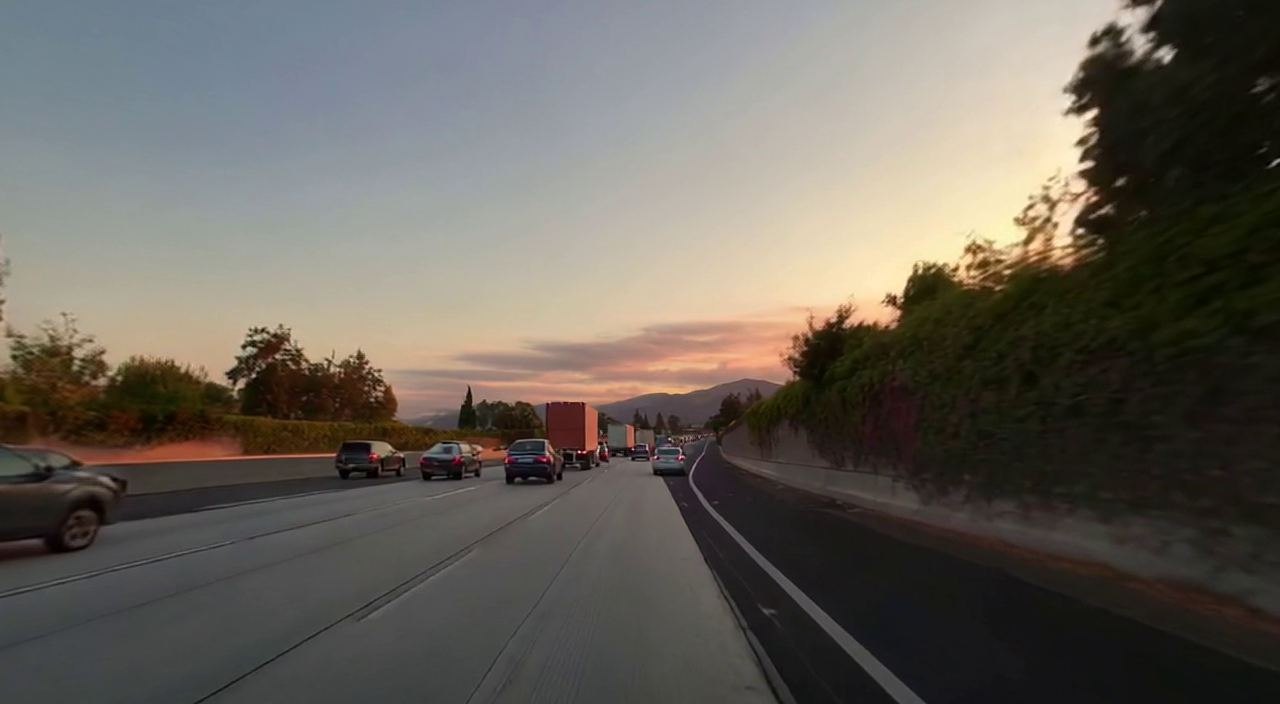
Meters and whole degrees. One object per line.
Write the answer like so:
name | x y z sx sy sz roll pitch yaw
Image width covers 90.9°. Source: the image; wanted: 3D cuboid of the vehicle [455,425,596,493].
vehicle | -3.864 4.225 25.956 3.050 1.964 15.030 0 -8 0

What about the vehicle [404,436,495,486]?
vehicle | -7.312 4.217 24.733 2.039 1.769 4.552 -1 -8 2

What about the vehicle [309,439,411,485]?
vehicle | -11.575 4.564 26.505 2.073 1.722 4.664 0 -8 1

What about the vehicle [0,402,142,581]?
vehicle | -7.759 1.358 5.879 2.231 1.827 4.824 -1 -8 1

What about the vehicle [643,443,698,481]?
vehicle | 1.321 4.723 27.374 2.176 1.493 3.955 -1 -8 3
